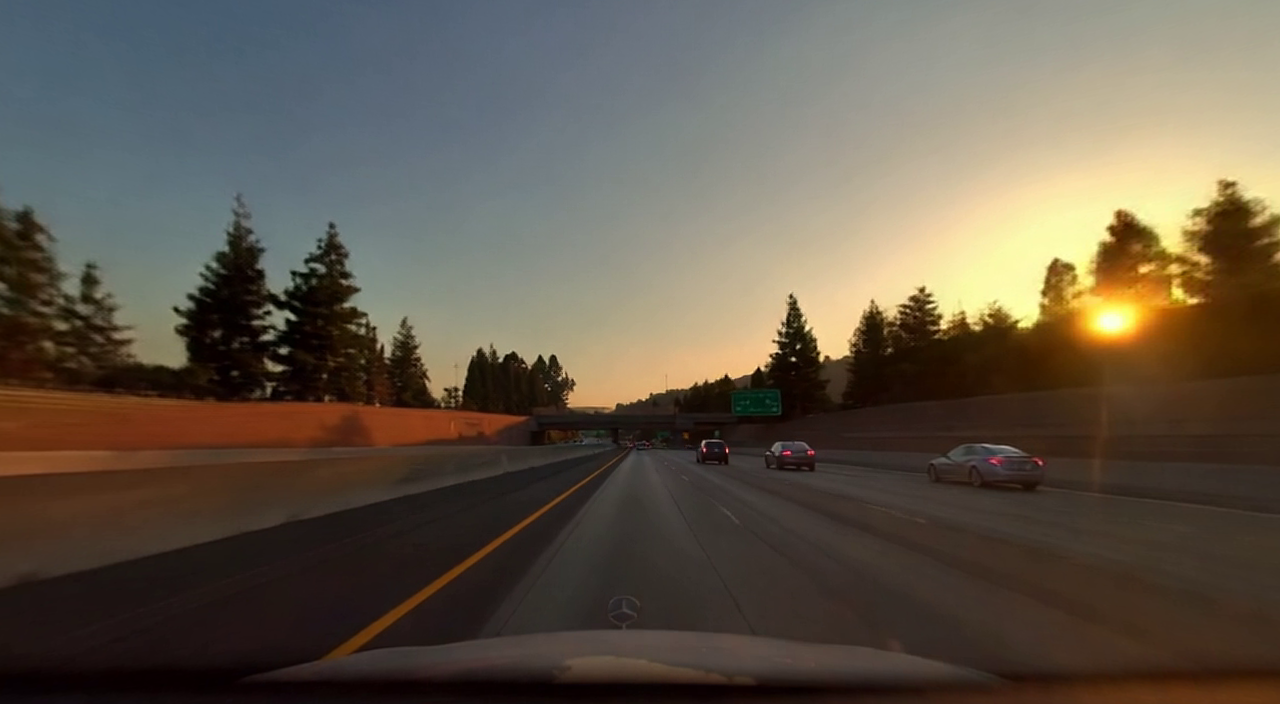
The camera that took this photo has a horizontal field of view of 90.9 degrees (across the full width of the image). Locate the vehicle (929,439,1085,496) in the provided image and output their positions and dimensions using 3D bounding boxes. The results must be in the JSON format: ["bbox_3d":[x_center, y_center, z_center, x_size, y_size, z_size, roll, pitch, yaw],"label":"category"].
[{"bbox_3d":[10.698,3.367,18.871,1.970,1.479,4.480,0,-8,0],"label":"vehicle"}]

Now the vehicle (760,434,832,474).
[{"bbox_3d":[7.238,4.795,29.833,2.178,1.749,4.570,0,-8,-1],"label":"vehicle"}]

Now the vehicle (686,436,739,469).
[{"bbox_3d":[3.824,5.392,33.928,2.326,1.644,4.206,0,-8,-1],"label":"vehicle"}]
